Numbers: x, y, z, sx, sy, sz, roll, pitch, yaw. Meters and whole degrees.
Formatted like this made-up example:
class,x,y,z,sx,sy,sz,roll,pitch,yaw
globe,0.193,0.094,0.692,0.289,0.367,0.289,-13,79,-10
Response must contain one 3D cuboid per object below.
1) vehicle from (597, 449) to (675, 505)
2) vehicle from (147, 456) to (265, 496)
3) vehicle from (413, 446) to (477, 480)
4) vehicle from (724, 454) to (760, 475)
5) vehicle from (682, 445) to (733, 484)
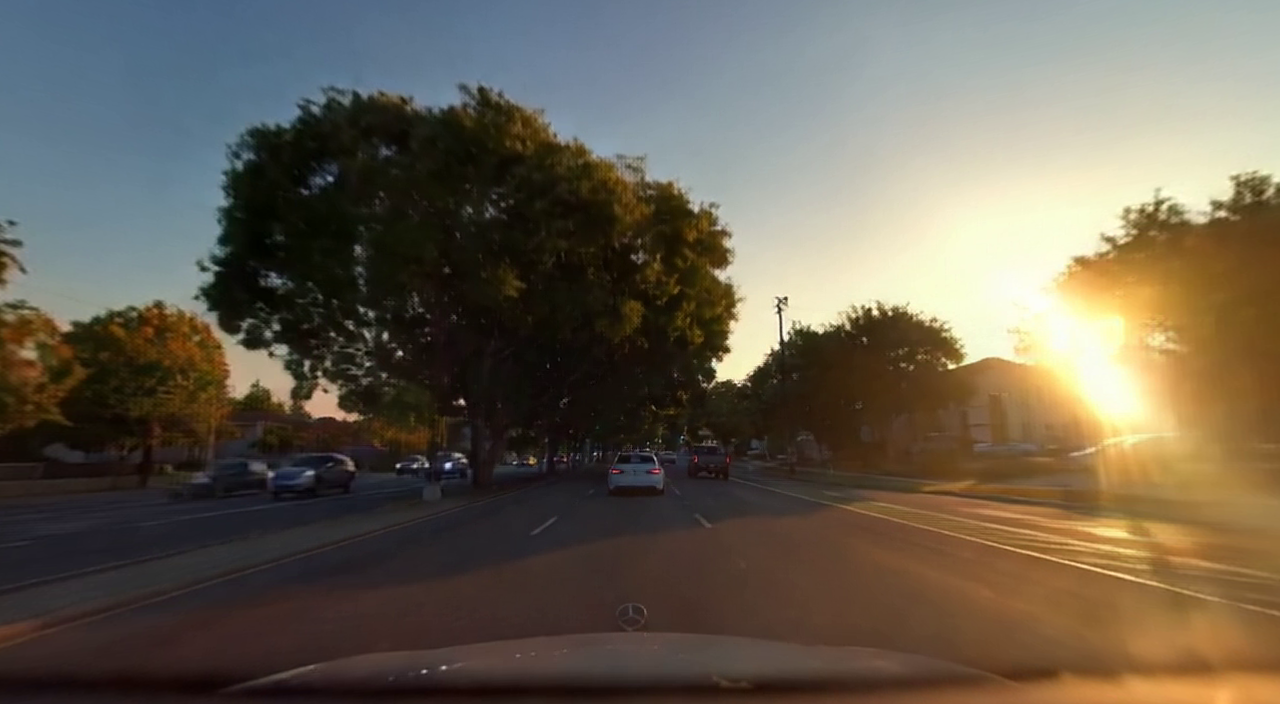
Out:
class,x,y,z,sx,sy,sz,roll,pitch,yaw
vehicle,-0.117,3.751,19.378,2.140,1.474,4.026,0,-9,0
vehicle,-18.373,5.237,26.993,1.928,1.491,4.316,0,-9,1
vehicle,-11.655,6.619,37.983,2.370,1.892,4.343,0,-9,1
vehicle,7.836,8.677,48.745,1.980,1.497,4.345,0,-9,0
vehicle,3.284,5.562,31.537,2.073,1.822,4.276,0,-9,0
